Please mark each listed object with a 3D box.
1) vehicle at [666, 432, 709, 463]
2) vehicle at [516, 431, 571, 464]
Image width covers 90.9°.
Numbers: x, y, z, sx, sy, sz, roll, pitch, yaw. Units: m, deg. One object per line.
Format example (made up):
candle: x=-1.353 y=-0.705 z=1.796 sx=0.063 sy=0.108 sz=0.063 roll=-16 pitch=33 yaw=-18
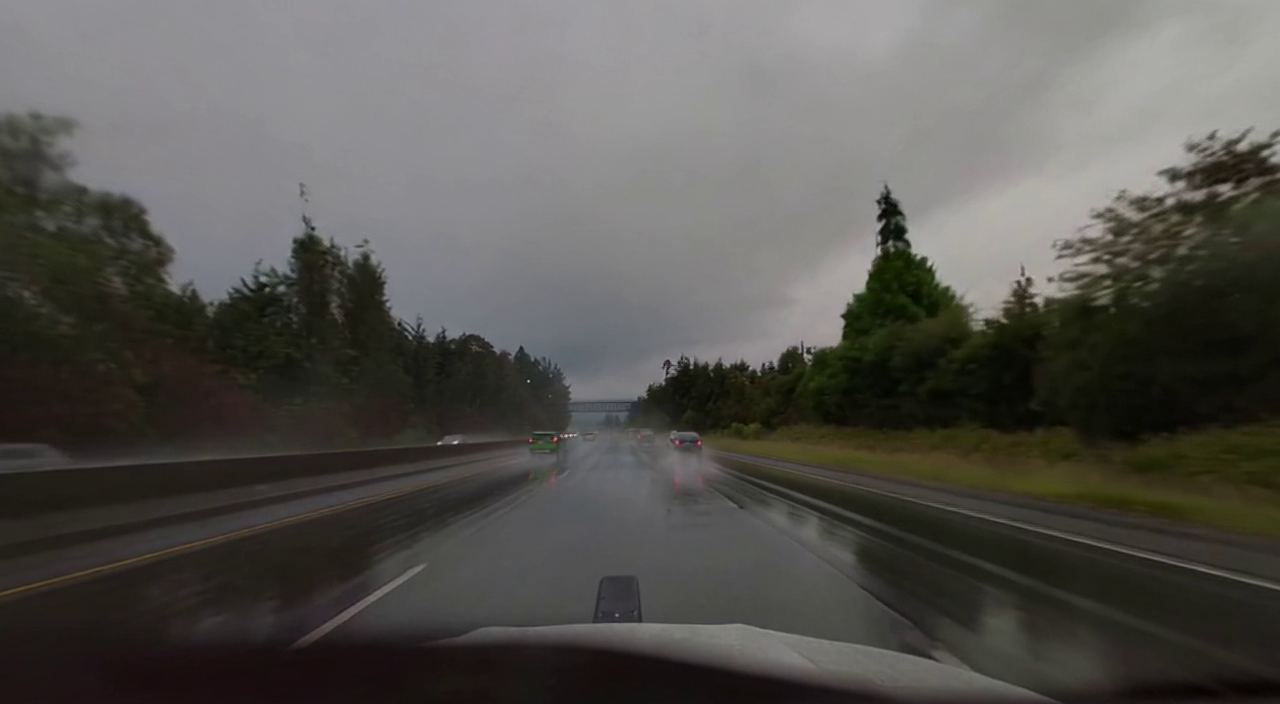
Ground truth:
vehicle: x=2.361 y=4.771 z=31.845 sx=1.869 sy=1.466 sz=3.356 roll=0 pitch=-8 yaw=-1
vehicle: x=-4.741 y=4.739 z=31.651 sx=2.023 sy=1.512 sz=4.804 roll=0 pitch=-8 yaw=0
